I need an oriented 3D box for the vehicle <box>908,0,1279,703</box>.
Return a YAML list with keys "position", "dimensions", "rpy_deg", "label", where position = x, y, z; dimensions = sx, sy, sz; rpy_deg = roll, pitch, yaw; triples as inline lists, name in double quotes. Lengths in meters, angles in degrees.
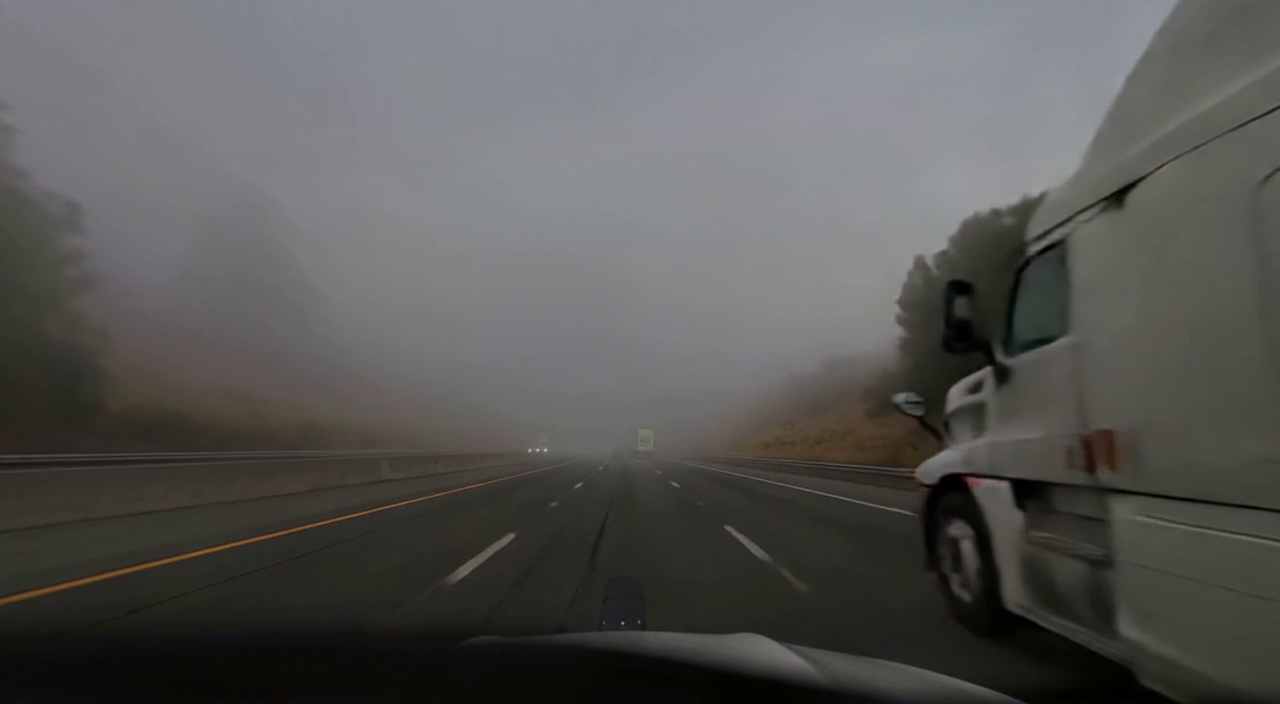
- position: [3.696, -0.194, 1.677]
  dimensions: [3.045, 3.825, 6.161]
  rpy_deg: [0, -9, -1]
  label: "vehicle"
